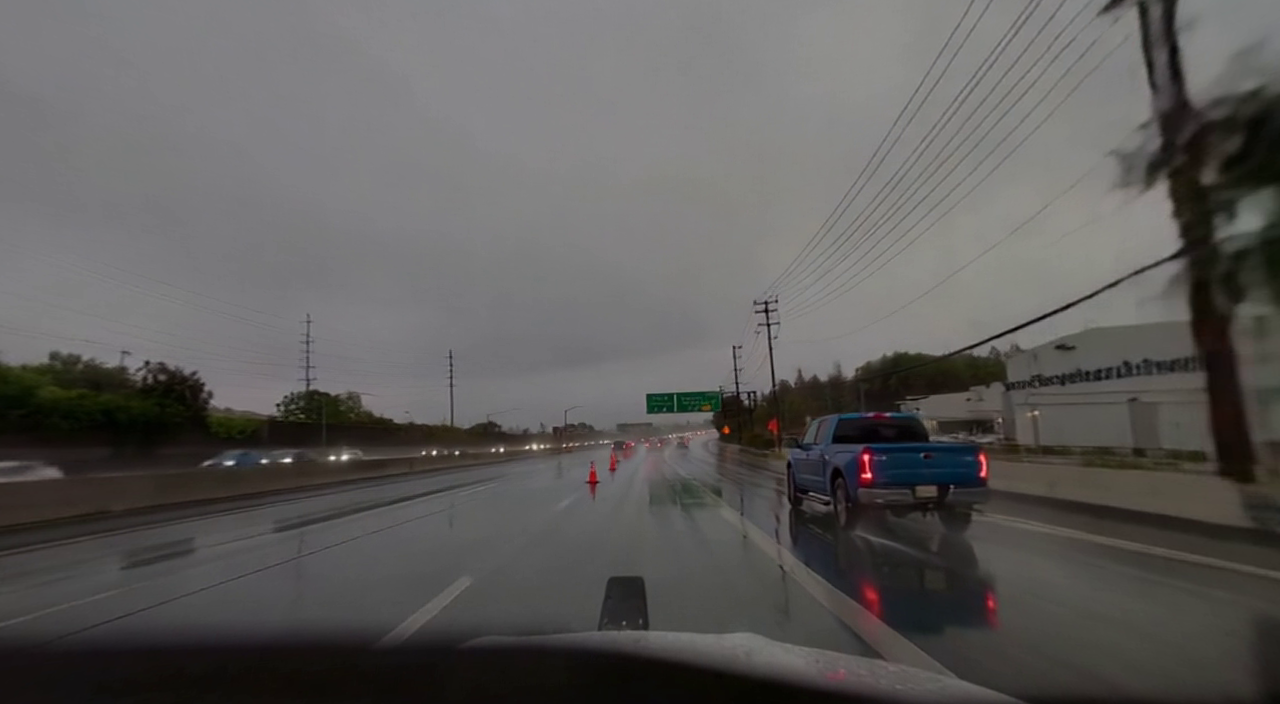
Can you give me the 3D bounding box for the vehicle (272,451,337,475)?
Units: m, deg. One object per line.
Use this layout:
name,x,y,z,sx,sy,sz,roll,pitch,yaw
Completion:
vehicle,-23.664,7.836,44.660,2.062,1.552,4.542,0,-8,1

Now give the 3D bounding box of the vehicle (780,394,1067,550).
vehicle,3.969,1.805,10.216,2.186,1.840,5.289,0,-8,0

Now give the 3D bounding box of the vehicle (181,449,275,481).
vehicle,-27.351,7.466,42.181,2.221,1.921,5.875,0,-8,1
